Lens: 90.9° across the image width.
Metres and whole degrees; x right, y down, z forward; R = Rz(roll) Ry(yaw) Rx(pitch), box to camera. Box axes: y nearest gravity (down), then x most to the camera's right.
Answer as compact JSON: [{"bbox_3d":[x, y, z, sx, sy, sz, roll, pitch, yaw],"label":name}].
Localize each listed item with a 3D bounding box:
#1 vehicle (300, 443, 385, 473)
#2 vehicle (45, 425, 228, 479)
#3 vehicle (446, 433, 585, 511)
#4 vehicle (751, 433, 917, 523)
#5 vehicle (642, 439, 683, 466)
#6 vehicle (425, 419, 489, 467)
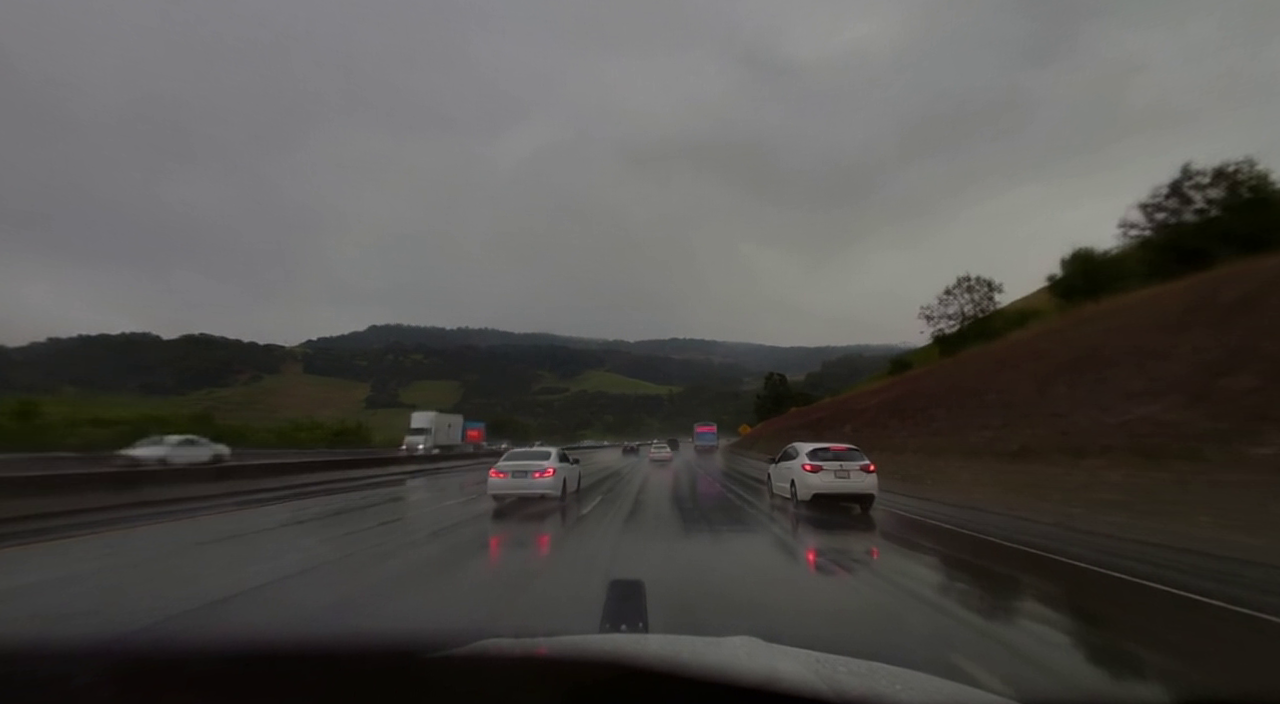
[{"bbox_3d":[-16.054,5.722,34.368,2.140,1.483,4.828,-1,-8,2],"label":"vehicle"},{"bbox_3d":[-19.657,3.952,25.181,2.290,1.837,6.023,-2,-8,1],"label":"vehicle"},{"bbox_3d":[-2.636,2.679,14.680,2.031,1.491,4.792,-1,-8,3],"label":"vehicle"},{"bbox_3d":[3.629,2.422,12.731,2.013,1.464,4.317,0,-8,1],"label":"vehicle"},{"bbox_3d":[1.302,5.651,35.616,2.202,1.467,3.929,-1,-8,3],"label":"vehicle"},{"bbox_3d":[-10.637,5.311,36.800,2.562,2.559,3.019,-4,-9,7],"label":"vehicle"}]
